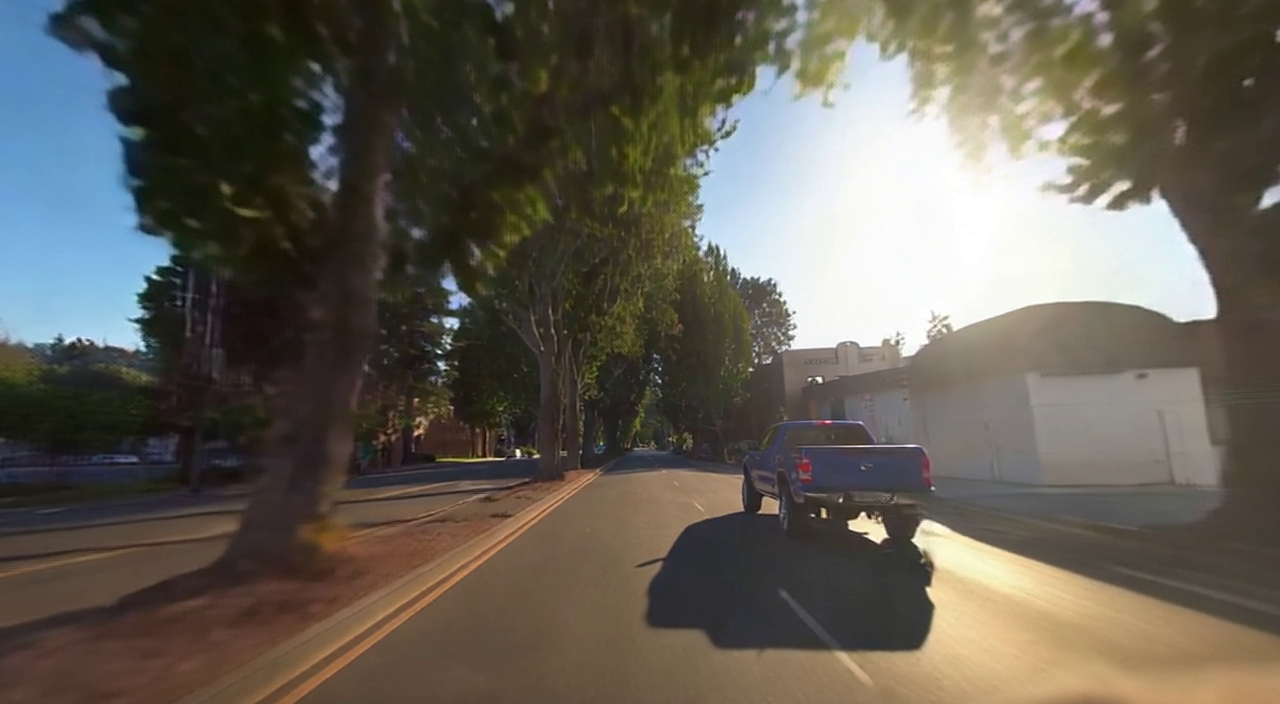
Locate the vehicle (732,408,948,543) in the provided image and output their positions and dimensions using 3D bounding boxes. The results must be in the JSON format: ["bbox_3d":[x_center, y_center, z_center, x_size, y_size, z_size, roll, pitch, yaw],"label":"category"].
[{"bbox_3d":[3.125,2.085,11.346,2.085,1.828,5.383,0,-8,0],"label":"vehicle"}]
